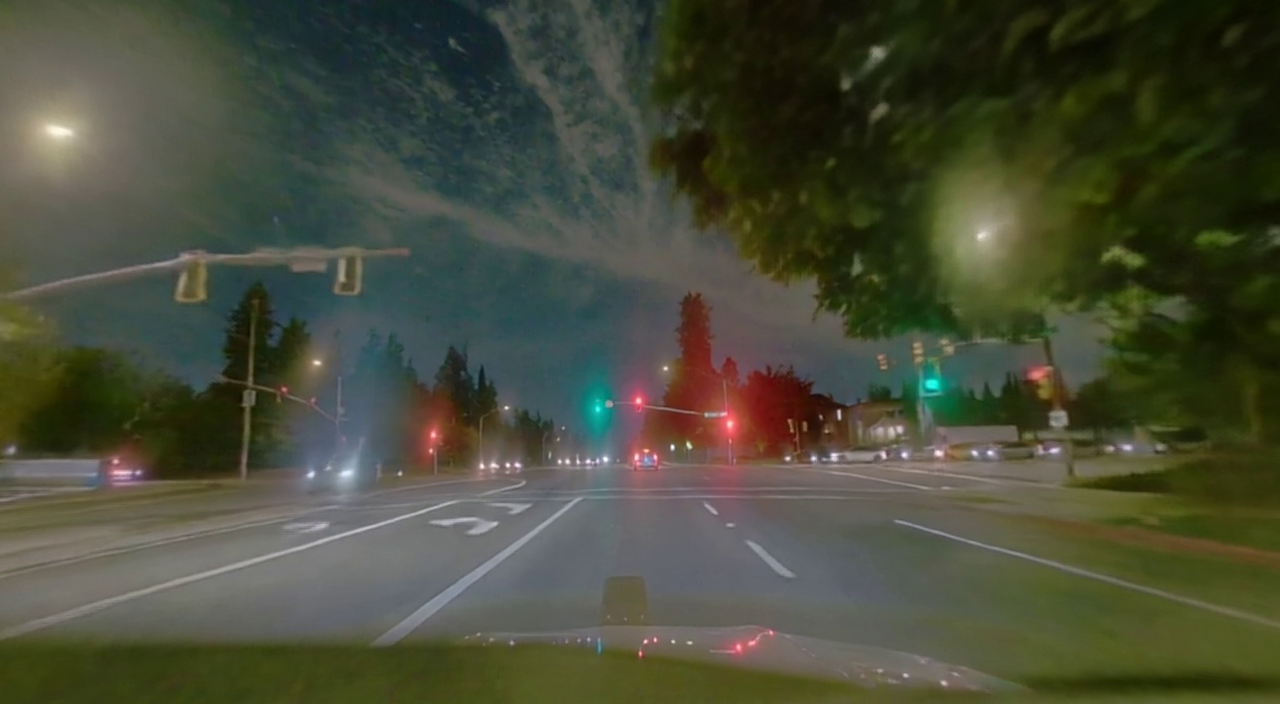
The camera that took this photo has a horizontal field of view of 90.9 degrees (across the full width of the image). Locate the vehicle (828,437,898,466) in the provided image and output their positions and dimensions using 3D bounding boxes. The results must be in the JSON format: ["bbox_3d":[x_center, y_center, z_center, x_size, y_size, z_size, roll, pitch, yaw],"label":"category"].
[{"bbox_3d":[17.430,7.806,49.357,4.554,1.704,2.121,-6,-9,1],"label":"vehicle"}]

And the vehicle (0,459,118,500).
[{"bbox_3d":[-27.851,5.972,29.663,4.569,1.790,2.292,-1,-9,3],"label":"vehicle"}]

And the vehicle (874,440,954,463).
[{"bbox_3d":[18.576,6.762,42.835,4.474,1.482,1.937,-1,-9,1],"label":"vehicle"}]

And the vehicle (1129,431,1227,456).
[{"bbox_3d":[36.174,6.176,42.486,4.586,1.634,2.107,-1,-9,0],"label":"vehicle"}]

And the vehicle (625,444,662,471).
[{"bbox_3d":[0.183,7.310,43.830,2.437,1.737,4.420,0,-9,-1],"label":"vehicle"}]

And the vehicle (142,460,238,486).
[{"bbox_3d":[-28.308,7.612,39.767,4.415,1.475,2.183,-1,-9,2],"label":"vehicle"}]

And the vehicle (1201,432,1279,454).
[{"bbox_3d":[46.600,7.065,48.672,4.485,1.575,1.903,-2,-9,2],"label":"vehicle"}]

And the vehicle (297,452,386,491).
[{"bbox_3d":[-14.838,5.916,31.675,2.138,1.761,4.611,-1,-9,0],"label":"vehicle"}]

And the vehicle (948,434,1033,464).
[{"bbox_3d":[25.307,7.022,45.625,4.897,1.637,1.895,-6,-9,1],"label":"vehicle"}]
